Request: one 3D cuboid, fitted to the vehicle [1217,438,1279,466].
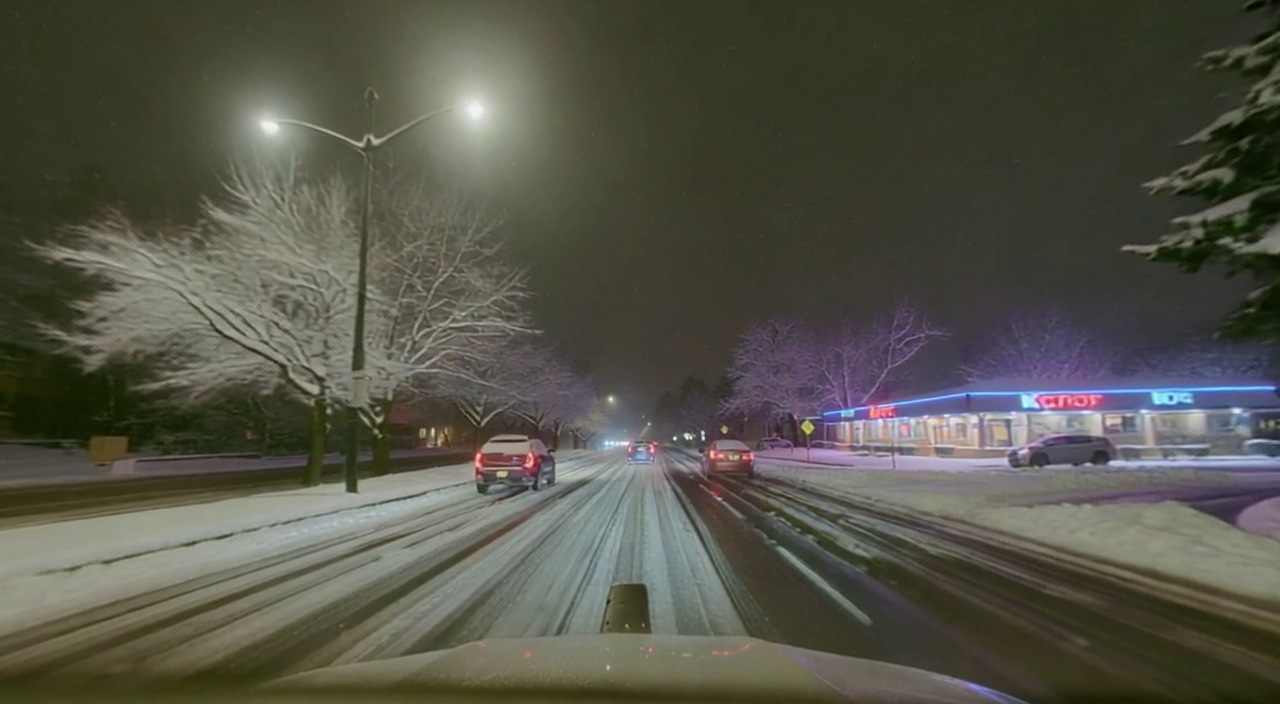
[{"bbox_3d":[34.380,5.423,34.236,4.212,1.423,1.764,-1,-8,3],"label":"vehicle"}]

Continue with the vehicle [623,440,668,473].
[{"bbox_3d":[0.276,5.194,31.526,2.059,1.477,4.216,0,-8,1],"label":"vehicle"}]

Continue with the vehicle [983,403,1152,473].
[{"bbox_3d":[21.859,4.526,33.030,2.928,3.123,8.236,-1,-8,-1],"label":"vehicle"}]

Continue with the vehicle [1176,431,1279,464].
[{"bbox_3d":[34.366,5.583,36.769,4.398,1.669,1.981,-2,-8,-4],"label":"vehicle"}]

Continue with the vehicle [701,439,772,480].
[{"bbox_3d":[3.691,4.178,24.839,2.012,1.462,4.400,0,-8,-1],"label":"vehicle"}]

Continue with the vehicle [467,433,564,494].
[{"bbox_3d":[-3.566,3.274,18.878,1.995,1.607,4.086,0,-8,1],"label":"vehicle"}]

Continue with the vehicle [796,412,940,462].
[{"bbox_3d":[14.963,5.738,41.997,8.343,3.028,3.002,-2,-10,3],"label":"vehicle"}]

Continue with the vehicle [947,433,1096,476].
[{"bbox_3d":[15.115,4.095,25.258,4.578,1.620,2.047,-2,-9,11],"label":"vehicle"}]
